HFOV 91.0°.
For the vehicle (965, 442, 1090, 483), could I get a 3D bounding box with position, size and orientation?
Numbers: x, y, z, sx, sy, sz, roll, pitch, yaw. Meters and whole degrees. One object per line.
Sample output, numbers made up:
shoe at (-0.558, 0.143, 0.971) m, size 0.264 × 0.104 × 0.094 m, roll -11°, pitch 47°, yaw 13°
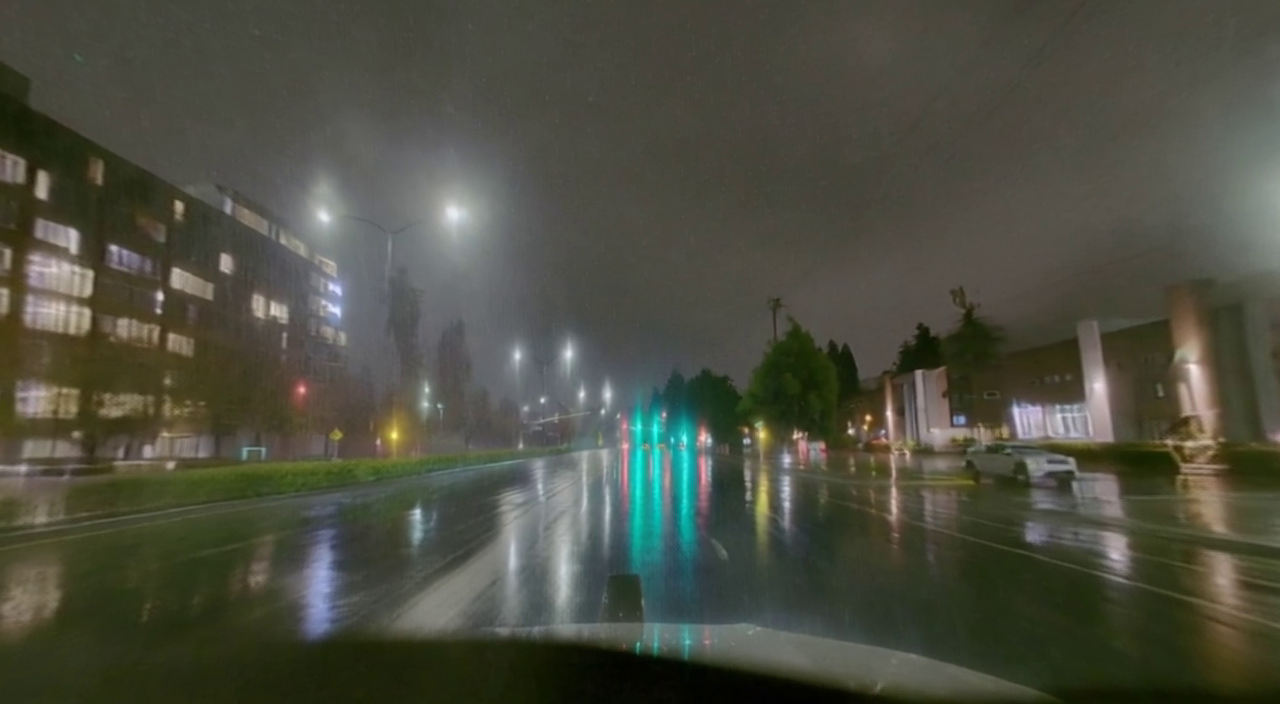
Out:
vehicle at (15.415, 4.391, 25.411) m, size 1.931 × 1.475 × 4.671 m, roll 0°, pitch -9°, yaw -3°
